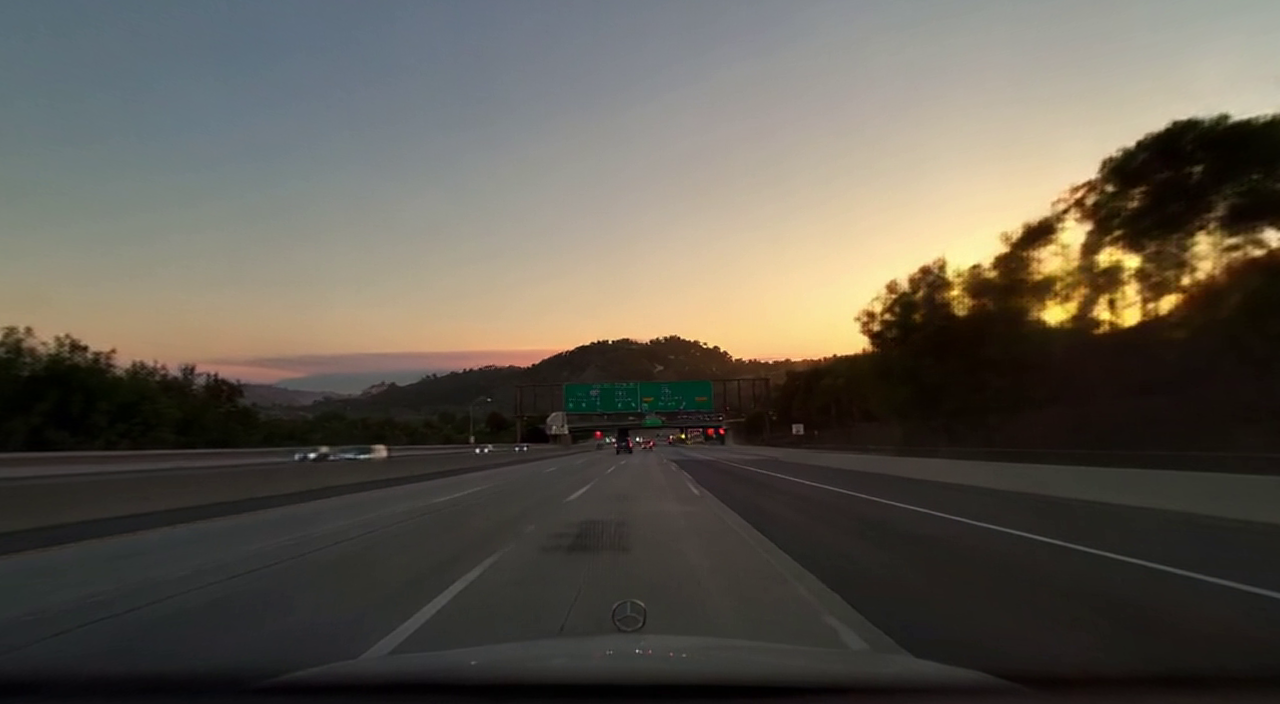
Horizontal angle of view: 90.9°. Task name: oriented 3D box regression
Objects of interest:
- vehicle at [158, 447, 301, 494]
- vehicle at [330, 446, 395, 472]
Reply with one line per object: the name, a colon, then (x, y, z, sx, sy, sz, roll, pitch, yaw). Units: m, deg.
vehicle: (-14.395, 4.144, 22.542, 1.878, 1.476, 4.734, -1, -8, 1)
vehicle: (-17.403, 6.720, 39.853, 2.048, 1.476, 4.721, 0, -9, -1)
